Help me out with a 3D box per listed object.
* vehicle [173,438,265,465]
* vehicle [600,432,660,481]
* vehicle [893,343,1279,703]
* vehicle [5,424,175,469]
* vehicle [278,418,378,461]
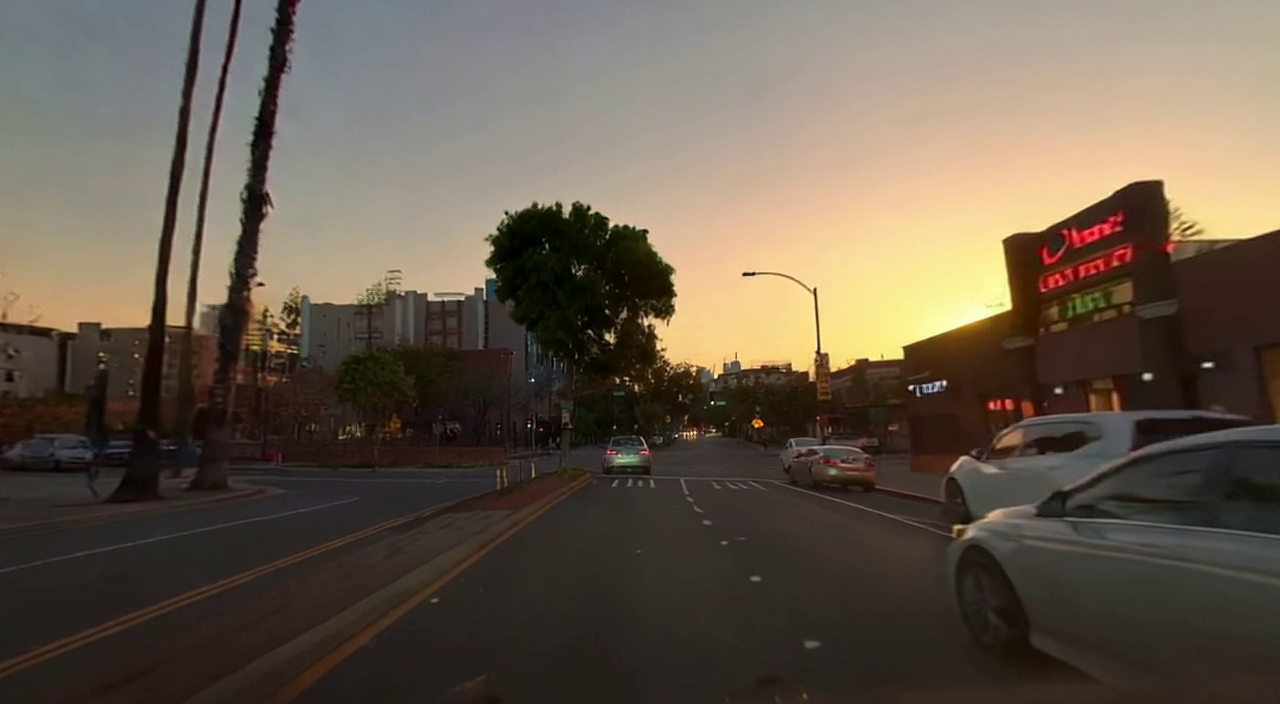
[{"bbox_3d":[-29.173,6.904,43.991,1.863,1.733,4.974,-5,-9,27],"label":"vehicle"},{"bbox_3d":[-0.383,3.947,24.119,2.063,1.664,4.471,0,-8,-1],"label":"vehicle"},{"bbox_3d":[3.118,0.941,3.035,1.983,1.654,4.354,0,-8,0],"label":"vehicle"},{"bbox_3d":[-32.611,5.651,37.826,2.562,2.387,6.989,-4,-10,29],"label":"vehicle"},{"bbox_3d":[-20.911,5.955,42.661,2.198,2.684,5.751,-4,-9,25],"label":"vehicle"}]
